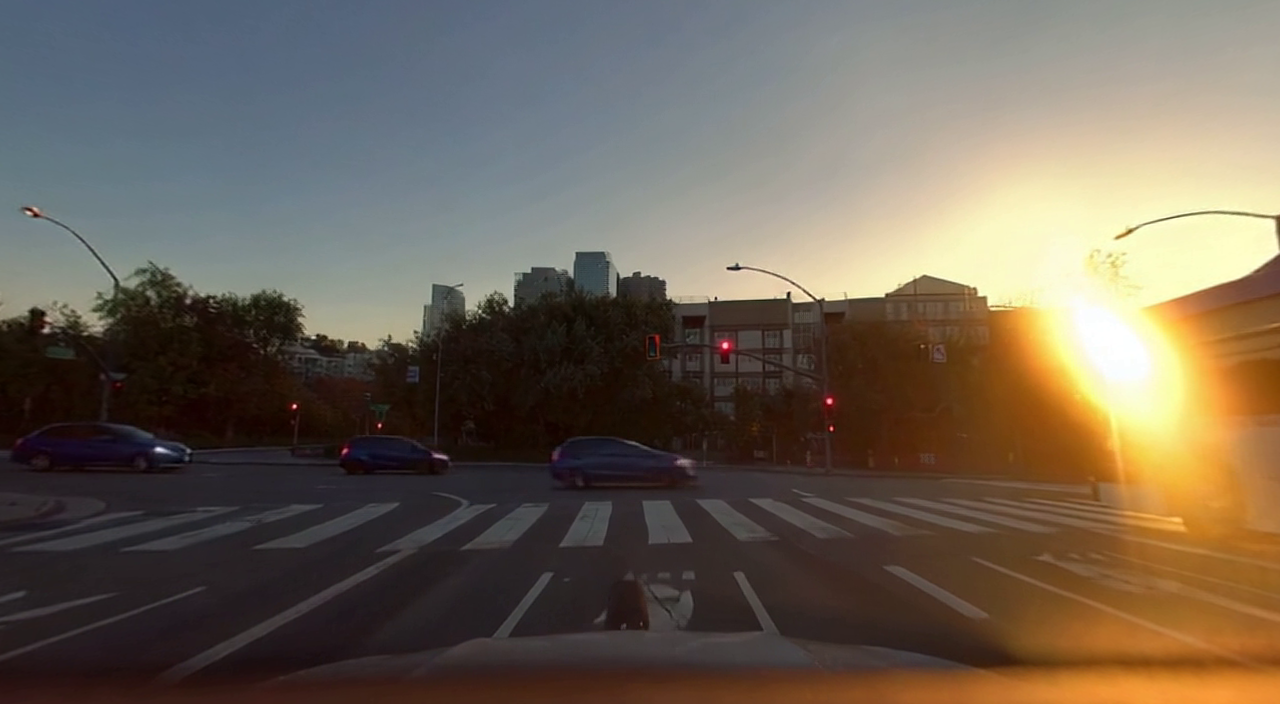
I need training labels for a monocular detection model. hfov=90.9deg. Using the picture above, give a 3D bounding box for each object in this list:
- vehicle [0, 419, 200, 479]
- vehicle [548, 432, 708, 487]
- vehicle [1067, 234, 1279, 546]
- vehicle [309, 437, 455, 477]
[{"bbox_3d":[-16.775,2.996,19.570,4.626,1.710,1.891,3,-9,-18],"label":"vehicle"},{"bbox_3d":[-0.407,3.627,21.270,5.014,1.675,1.906,4,-9,-18],"label":"vehicle"},{"bbox_3d":[9.574,0.151,5.895,2.916,4.009,13.397,-1,-9,5],"label":"vehicle"},{"bbox_3d":[-10.212,4.180,25.398,5.203,1.488,1.907,3,-9,-18],"label":"vehicle"}]
